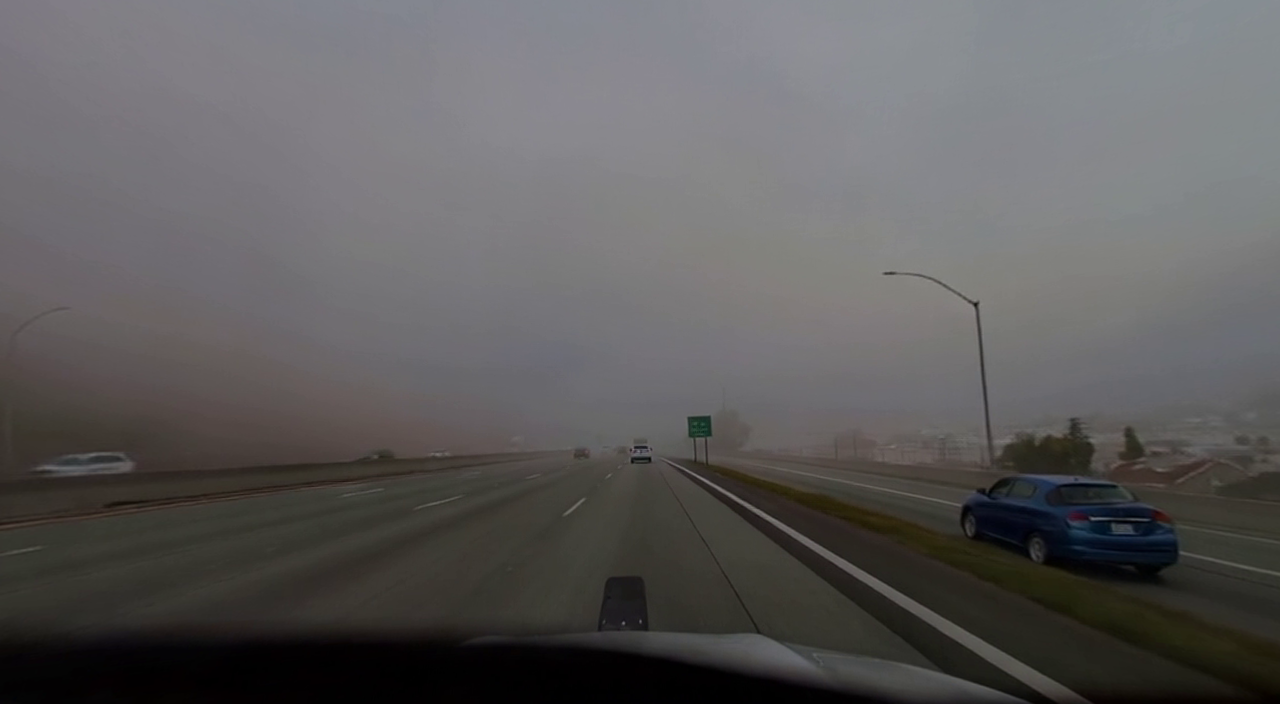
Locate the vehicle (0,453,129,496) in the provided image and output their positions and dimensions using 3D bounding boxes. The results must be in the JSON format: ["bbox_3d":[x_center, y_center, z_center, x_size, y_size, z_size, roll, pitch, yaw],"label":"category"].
[{"bbox_3d":[-26.402,5.521,28.791,1.994,1.635,4.924,-1,-8,0],"label":"vehicle"}]

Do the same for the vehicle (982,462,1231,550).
[{"bbox_3d":[13.458,4.413,18.939,2.599,1.962,5.759,1,-8,-8],"label":"vehicle"}]

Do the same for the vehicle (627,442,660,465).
[{"bbox_3d":[0.236,6.680,41.730,2.051,1.443,3.770,-1,-8,0],"label":"vehicle"}]
